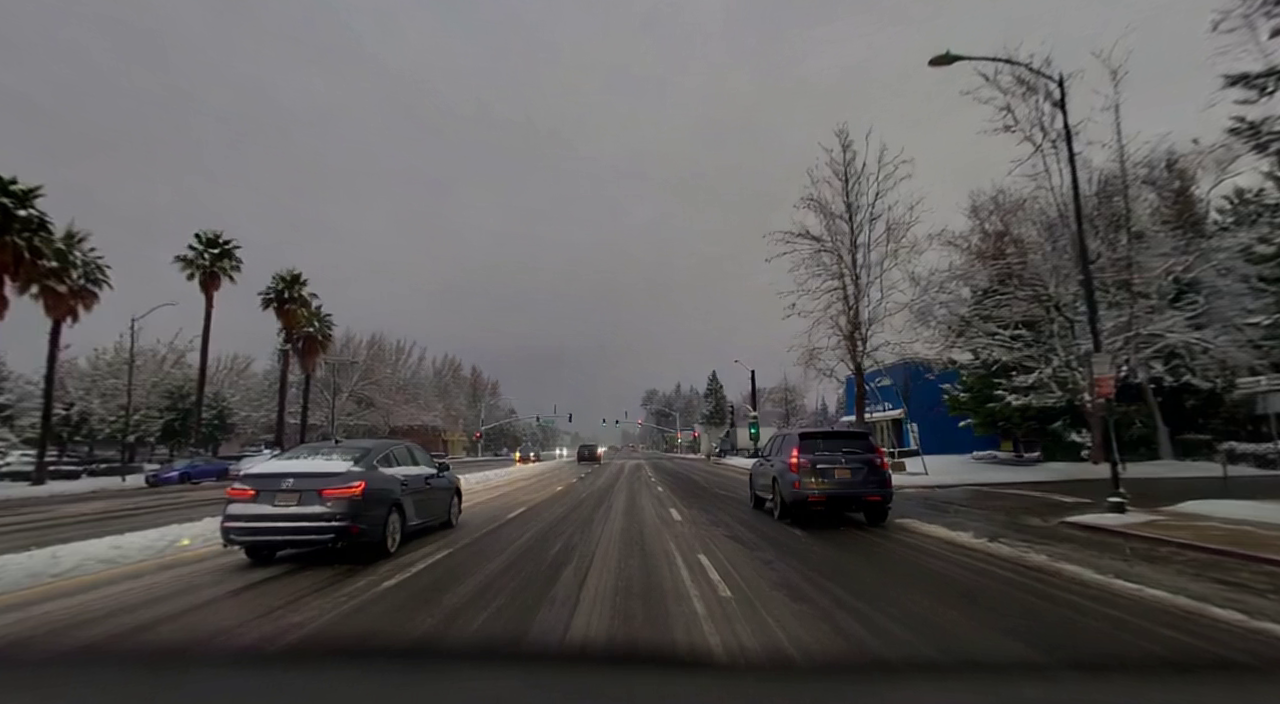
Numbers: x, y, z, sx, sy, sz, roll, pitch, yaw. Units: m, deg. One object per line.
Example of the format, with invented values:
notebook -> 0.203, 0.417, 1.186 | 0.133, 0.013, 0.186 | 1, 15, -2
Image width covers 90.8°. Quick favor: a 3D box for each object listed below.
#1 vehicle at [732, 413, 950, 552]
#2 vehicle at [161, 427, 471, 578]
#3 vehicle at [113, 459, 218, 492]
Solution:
vehicle -> 2.831, 1.956, 10.099 | 1.982, 1.711, 4.276 | 0, -9, -1
vehicle -> -3.810, 1.824, 8.428 | 2.034, 1.498, 3.995 | 0, -9, -1
vehicle -> -23.570, 6.115, 31.630 | 1.876, 1.459, 4.411 | 0, -9, 0
